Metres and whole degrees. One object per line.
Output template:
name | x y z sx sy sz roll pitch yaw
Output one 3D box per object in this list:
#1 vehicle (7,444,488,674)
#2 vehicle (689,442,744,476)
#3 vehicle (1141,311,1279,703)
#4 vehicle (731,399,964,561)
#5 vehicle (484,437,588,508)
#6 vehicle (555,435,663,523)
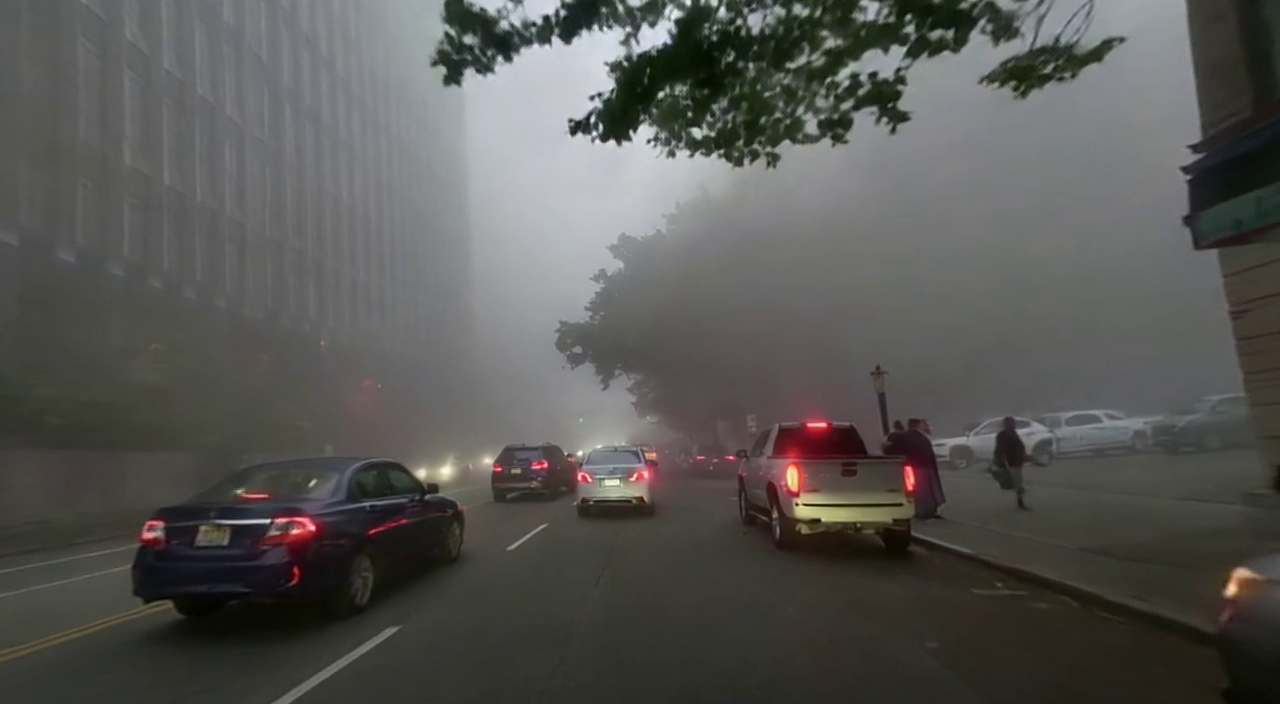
vehicle | -3.139 1.688 6.414 1.940 1.481 4.376 -1 -8 2
vehicle | 3.533 4.984 29.863 2.065 1.461 4.181 0 -8 0
vehicle | 3.187 0.473 0.431 1.971 1.749 4.564 0 -8 1
vehicle | 2.866 1.920 10.185 2.352 1.953 4.798 -1 -8 4
vehicle | -2.905 3.486 18.798 2.000 1.818 4.668 -1 -8 4
vehicle | -0.530 2.736 14.153 2.076 1.667 3.948 -1 -8 2
